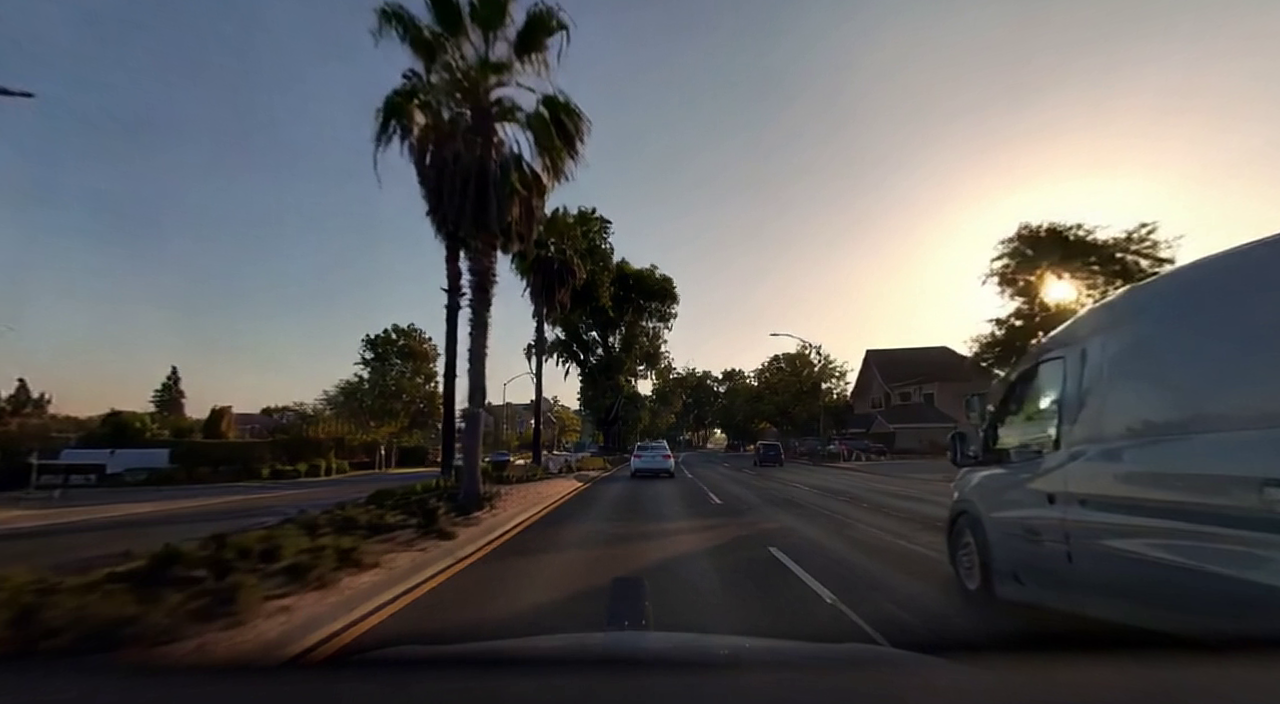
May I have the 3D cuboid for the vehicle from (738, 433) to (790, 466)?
[{"bbox_3d":[8.199,6.502,42.208,2.436,2.010,5.595,0,-8,1],"label":"vehicle"}]

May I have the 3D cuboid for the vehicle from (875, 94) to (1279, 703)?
[{"bbox_3d":[3.328,0.521,2.792,2.268,2.584,6.049,0,-8,1],"label":"vehicle"}]

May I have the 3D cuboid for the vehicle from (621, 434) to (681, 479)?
[{"bbox_3d":[0.437,4.339,26.391,2.289,1.679,4.180,0,-8,0],"label":"vehicle"}]

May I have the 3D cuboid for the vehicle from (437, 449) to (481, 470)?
[{"bbox_3d":[-13.801,8.194,48.367,1.897,1.488,4.529,0,-8,2],"label":"vehicle"}]
